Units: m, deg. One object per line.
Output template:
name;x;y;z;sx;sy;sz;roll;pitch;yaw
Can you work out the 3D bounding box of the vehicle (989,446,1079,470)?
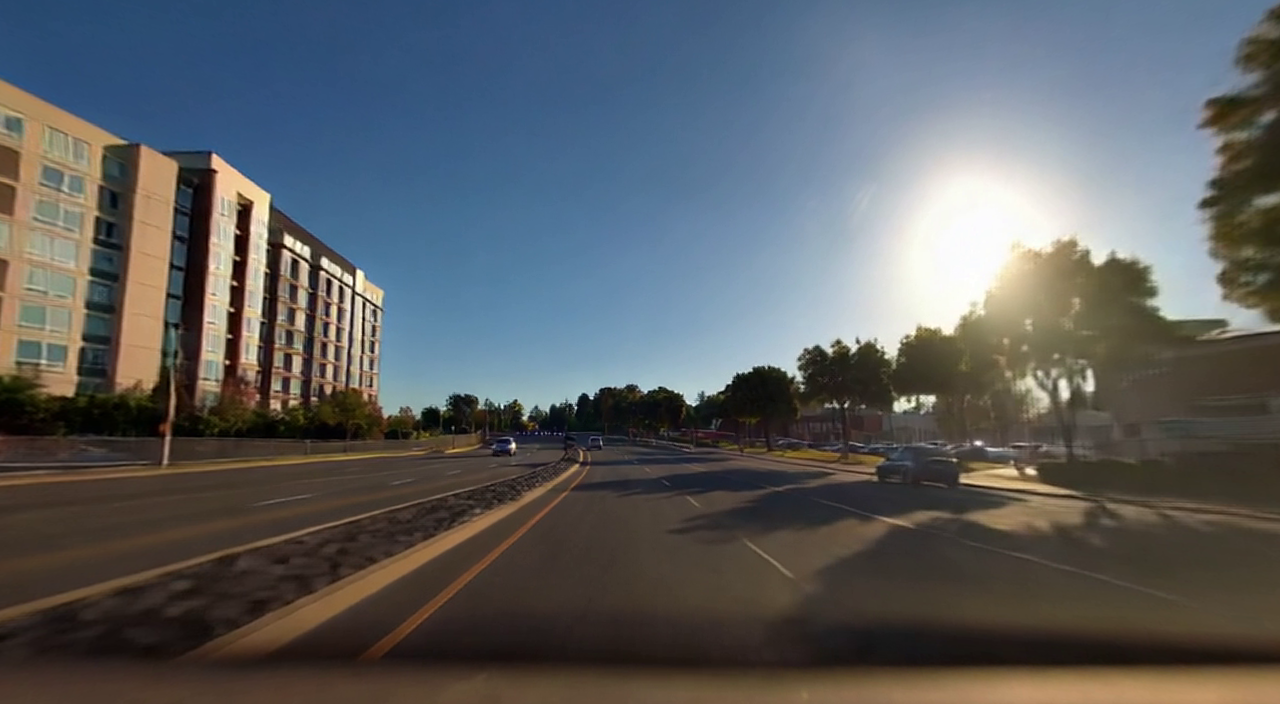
vehicle;25.667;6.924;41.280;4.588;1.459;1.939;1;-9;-1
